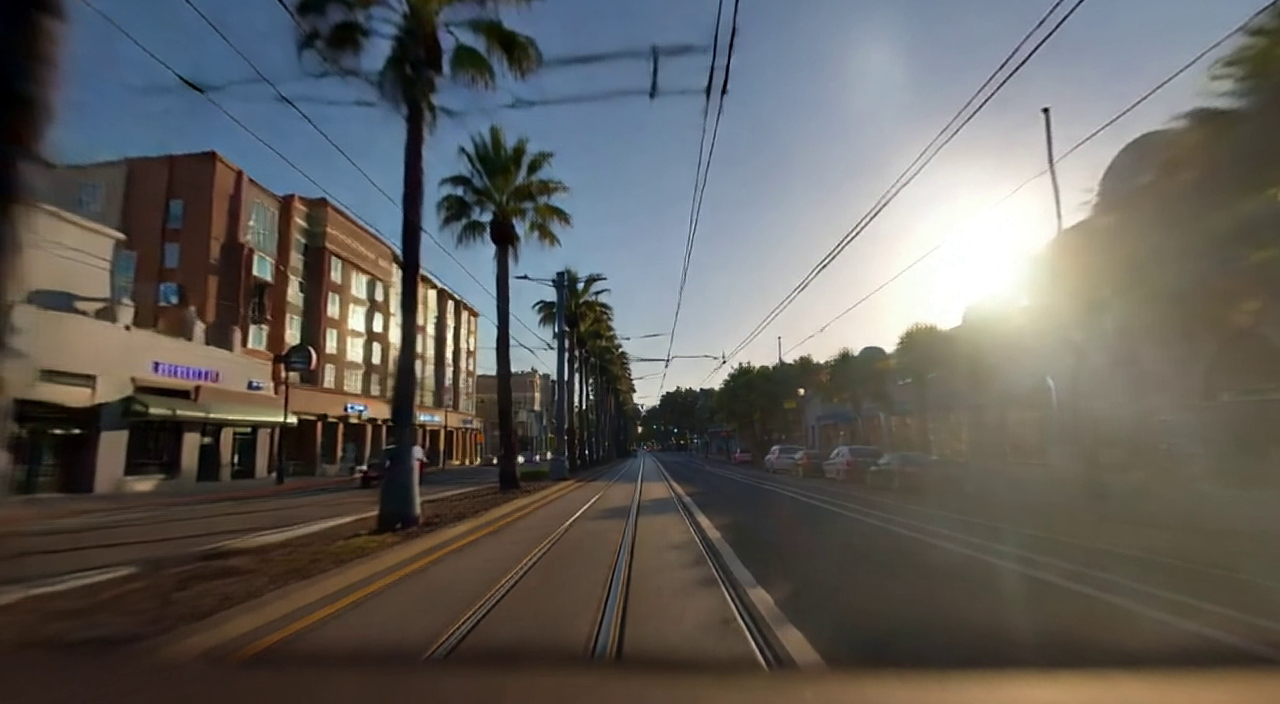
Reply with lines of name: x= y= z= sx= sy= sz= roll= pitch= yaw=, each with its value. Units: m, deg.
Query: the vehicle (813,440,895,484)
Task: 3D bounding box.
vehicle: x=8.678 y=4.483 z=25.975 sx=1.867 sy=1.627 sz=4.357 roll=0 pitch=-8 yaw=0

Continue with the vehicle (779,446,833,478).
vehicle: x=8.401 y=5.597 z=32.250 sx=1.715 sy=1.500 sz=3.910 roll=0 pitch=-8 yaw=0

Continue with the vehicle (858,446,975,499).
vehicle: x=8.631 y=3.752 z=20.150 sx=1.733 sy=1.468 sz=4.326 roll=0 pitch=-8 yaw=0

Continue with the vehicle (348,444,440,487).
vehicle: x=-10.610 y=4.893 z=27.584 sx=2.042 sy=1.716 sz=4.634 roll=0 pitch=-8 yaw=2
